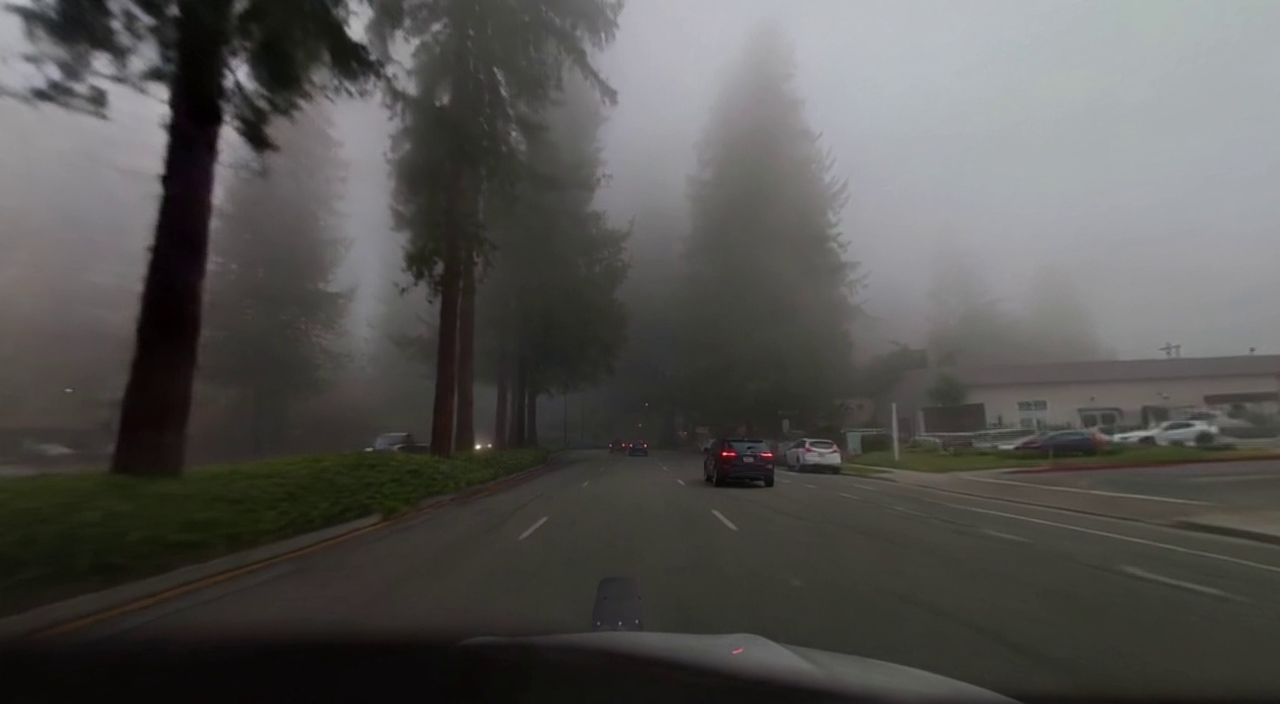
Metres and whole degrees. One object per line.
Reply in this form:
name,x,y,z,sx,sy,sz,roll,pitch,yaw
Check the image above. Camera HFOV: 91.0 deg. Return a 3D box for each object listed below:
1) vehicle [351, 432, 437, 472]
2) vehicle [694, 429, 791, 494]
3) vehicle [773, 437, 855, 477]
vehicle,-11.551,4.735,29.965,2.207,1.745,4.717,0,-8,0
vehicle,2.831,3.140,18.325,2.022,1.656,4.025,0,-8,-2
vehicle,7.479,4.568,27.655,2.068,1.558,5.058,0,-8,-2
